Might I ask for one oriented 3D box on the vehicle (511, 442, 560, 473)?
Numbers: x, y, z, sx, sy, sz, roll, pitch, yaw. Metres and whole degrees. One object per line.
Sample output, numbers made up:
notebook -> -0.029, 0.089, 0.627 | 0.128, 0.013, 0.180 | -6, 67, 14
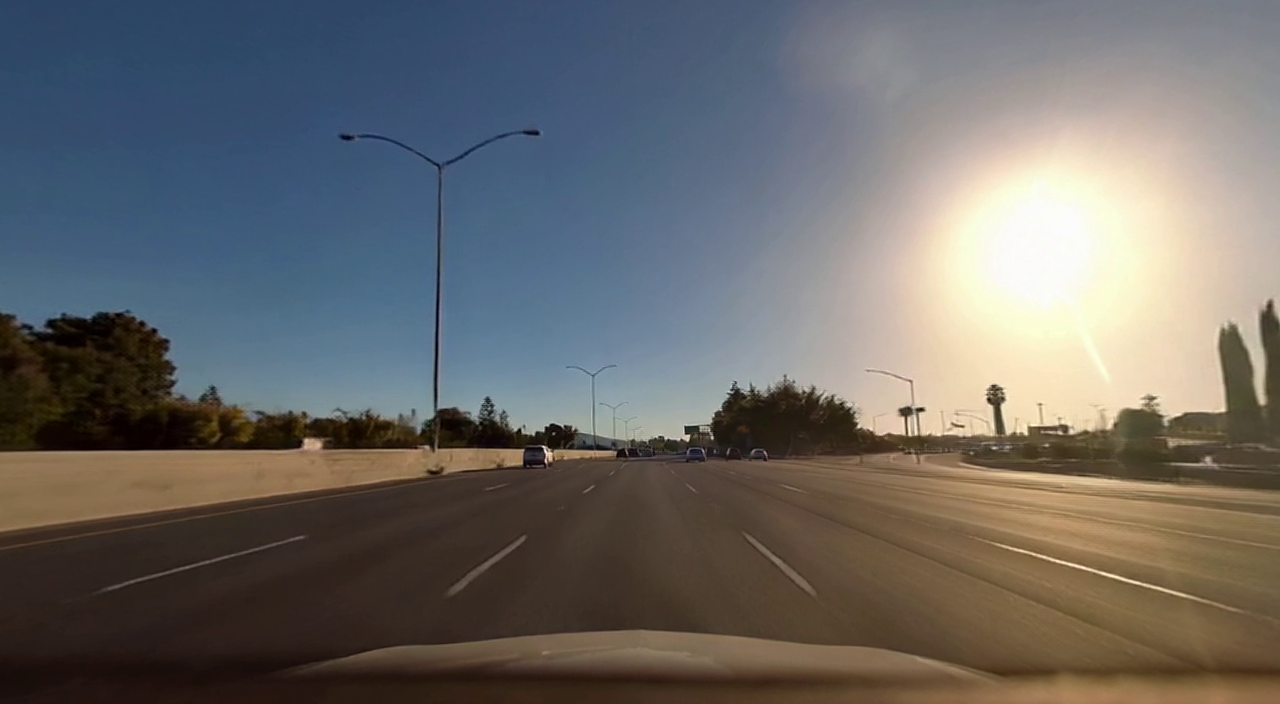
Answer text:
vehicle -> -6.228, 6.320, 37.961 | 2.091, 1.746, 4.437 | 0, -9, 1

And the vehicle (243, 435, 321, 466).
vehicle -> -21.164, 5.849, 37.357 | 1.985, 1.683, 4.297 | 0, -9, 1

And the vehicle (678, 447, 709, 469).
vehicle -> 3.812, 7.606, 45.239 | 1.950, 1.453, 3.378 | 0, -9, 0
